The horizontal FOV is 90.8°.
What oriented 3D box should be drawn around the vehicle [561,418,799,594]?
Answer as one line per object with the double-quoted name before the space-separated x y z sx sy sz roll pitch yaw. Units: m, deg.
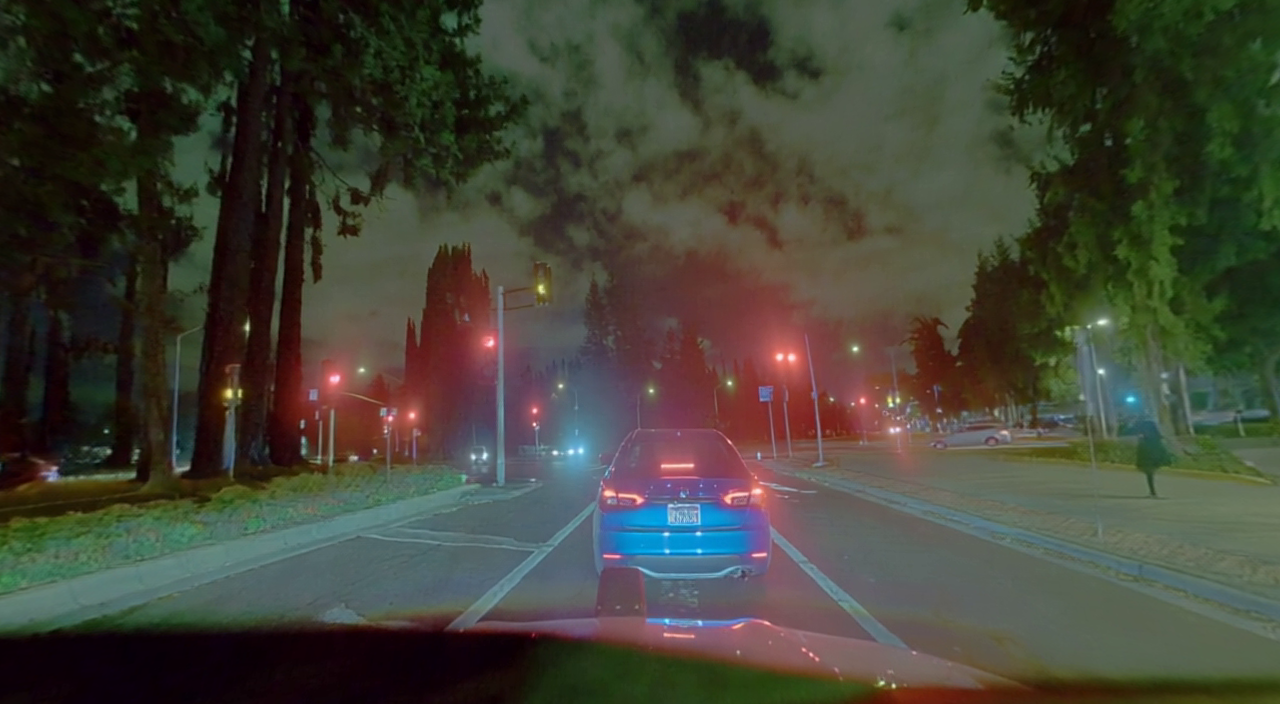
"vehicle" 0.381 1.611 7.406 2.035 1.499 3.799 0 -8 1
